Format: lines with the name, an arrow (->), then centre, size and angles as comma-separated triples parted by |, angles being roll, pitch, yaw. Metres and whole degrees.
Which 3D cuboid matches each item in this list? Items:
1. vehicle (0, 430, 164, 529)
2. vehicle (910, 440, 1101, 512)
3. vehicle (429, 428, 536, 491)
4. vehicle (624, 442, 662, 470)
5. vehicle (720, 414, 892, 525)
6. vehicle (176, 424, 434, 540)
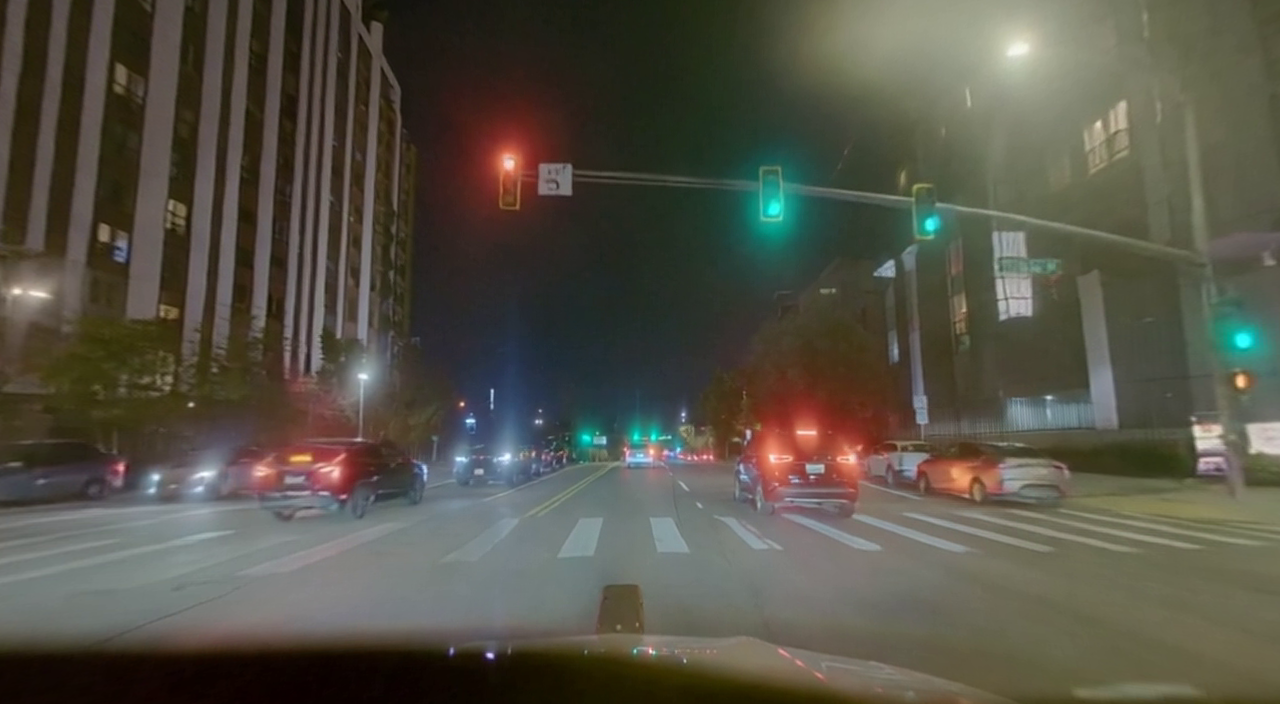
vehicle -> -11.732, 2.303, 11.657 | 2.001, 1.638, 4.980 | 0, -8, 0
vehicle -> 9.081, 3.072, 16.368 | 1.962, 1.542, 4.999 | 0, -8, 0
vehicle -> -4.980, 3.484, 20.853 | 2.275, 1.816, 4.923 | 0, -8, 0
vehicle -> 0.122, 6.044, 36.939 | 2.059, 1.492, 4.033 | 0, -8, -1
vehicle -> 3.116, 2.332, 13.147 | 2.129, 1.844, 4.767 | 0, -8, -2
vehicle -> -5.529, 2.217, 11.399 | 2.062, 1.532, 4.830 | -2, -9, 0
